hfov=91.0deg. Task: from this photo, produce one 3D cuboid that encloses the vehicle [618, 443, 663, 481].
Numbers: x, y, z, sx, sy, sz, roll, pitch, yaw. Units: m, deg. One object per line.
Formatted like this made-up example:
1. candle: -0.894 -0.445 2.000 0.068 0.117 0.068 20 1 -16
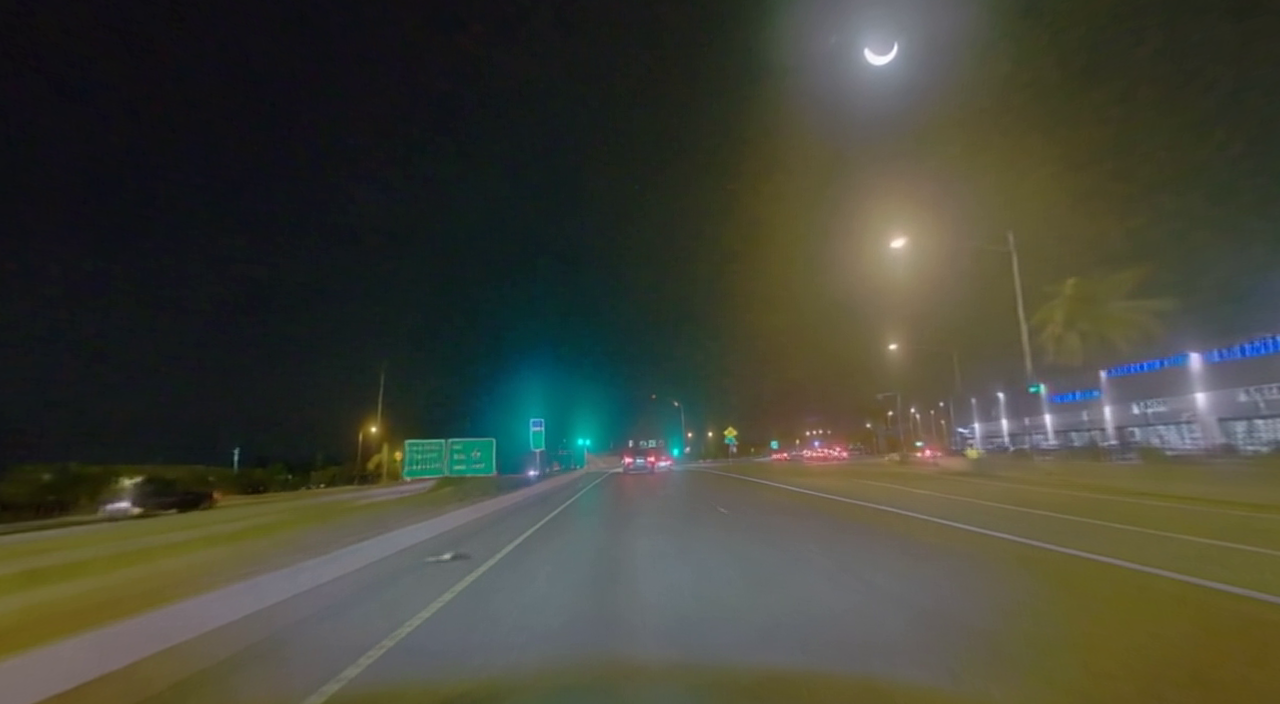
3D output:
1. vehicle: -0.026 5.495 31.719 2.089 1.718 4.193 0 -9 -1
